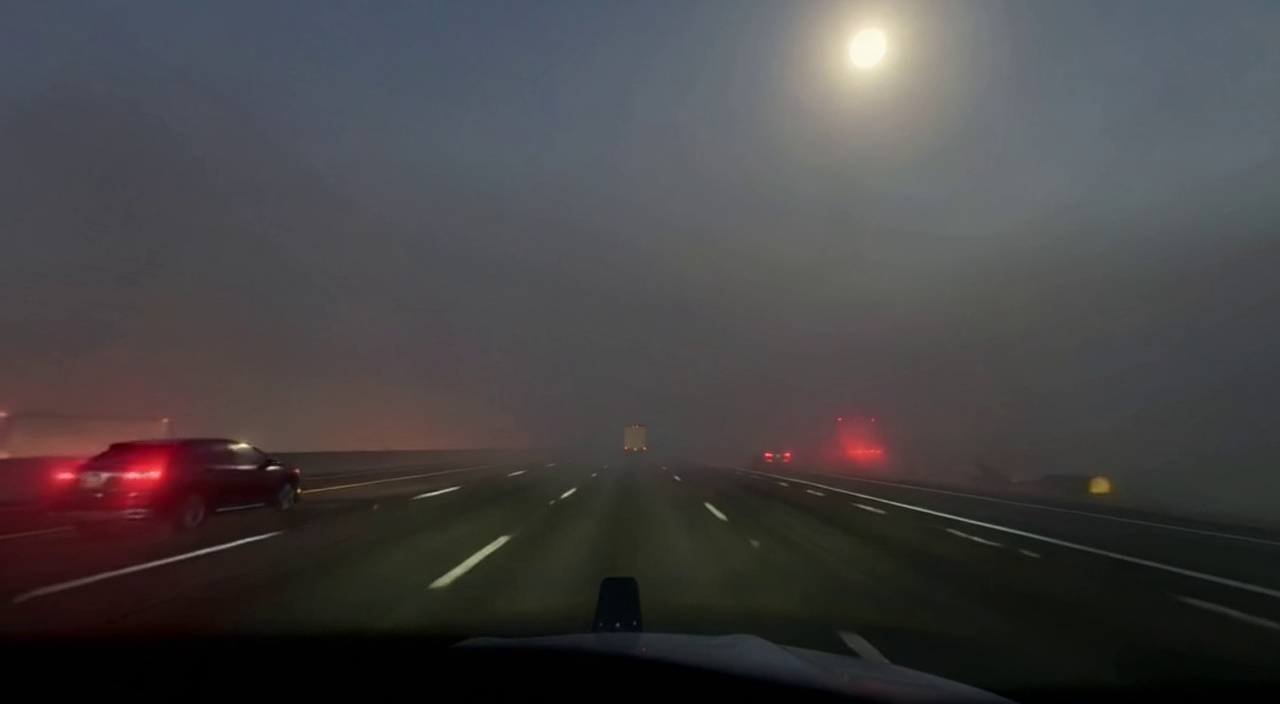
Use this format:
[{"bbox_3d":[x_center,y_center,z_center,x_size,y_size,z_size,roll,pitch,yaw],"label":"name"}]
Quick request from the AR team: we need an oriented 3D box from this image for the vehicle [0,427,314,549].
[{"bbox_3d":[-7.771,2.105,10.573,2.005,1.545,4.874,0,-8,0],"label":"vehicle"}]
